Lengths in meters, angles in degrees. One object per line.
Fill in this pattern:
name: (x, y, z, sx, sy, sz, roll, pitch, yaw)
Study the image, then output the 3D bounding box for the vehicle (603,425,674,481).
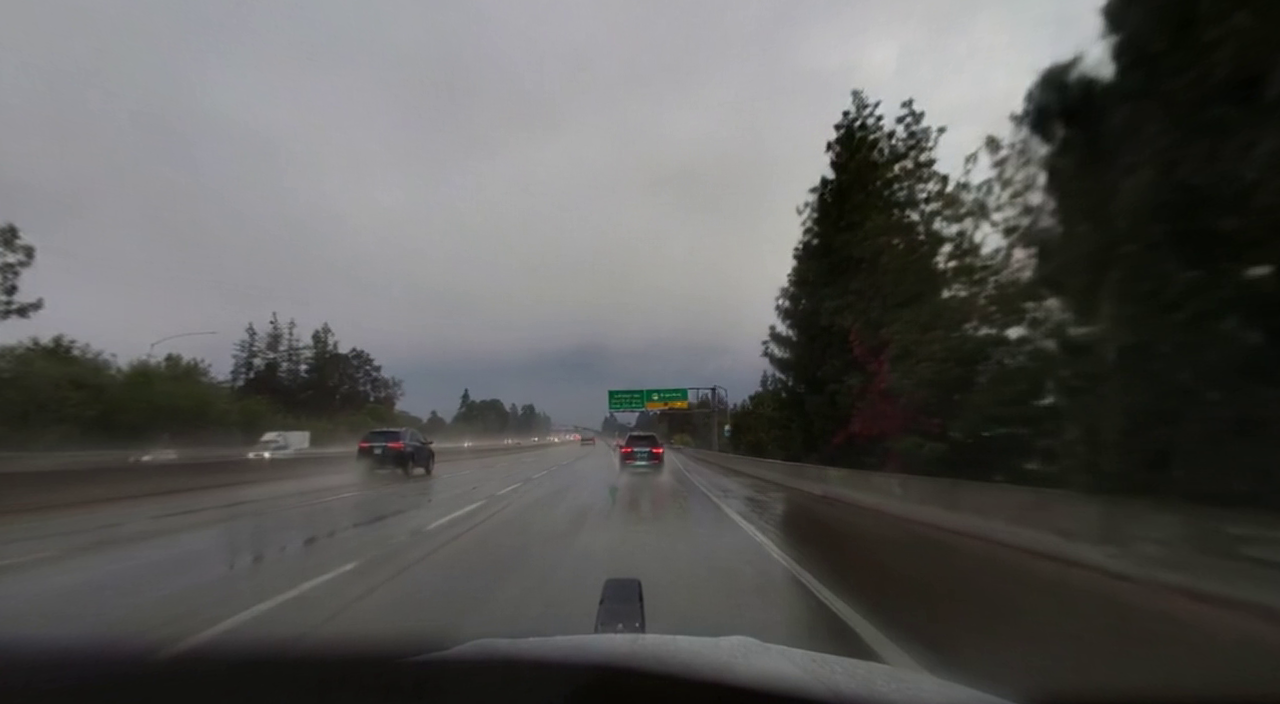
vehicle: (-0.060, 3.974, 25.011, 2.497, 1.957, 5.432, 0, -9, 0)

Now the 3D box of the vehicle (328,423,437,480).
vehicle: (-9.829, 3.866, 24.708, 2.289, 1.955, 5.147, 1, -9, -3)
